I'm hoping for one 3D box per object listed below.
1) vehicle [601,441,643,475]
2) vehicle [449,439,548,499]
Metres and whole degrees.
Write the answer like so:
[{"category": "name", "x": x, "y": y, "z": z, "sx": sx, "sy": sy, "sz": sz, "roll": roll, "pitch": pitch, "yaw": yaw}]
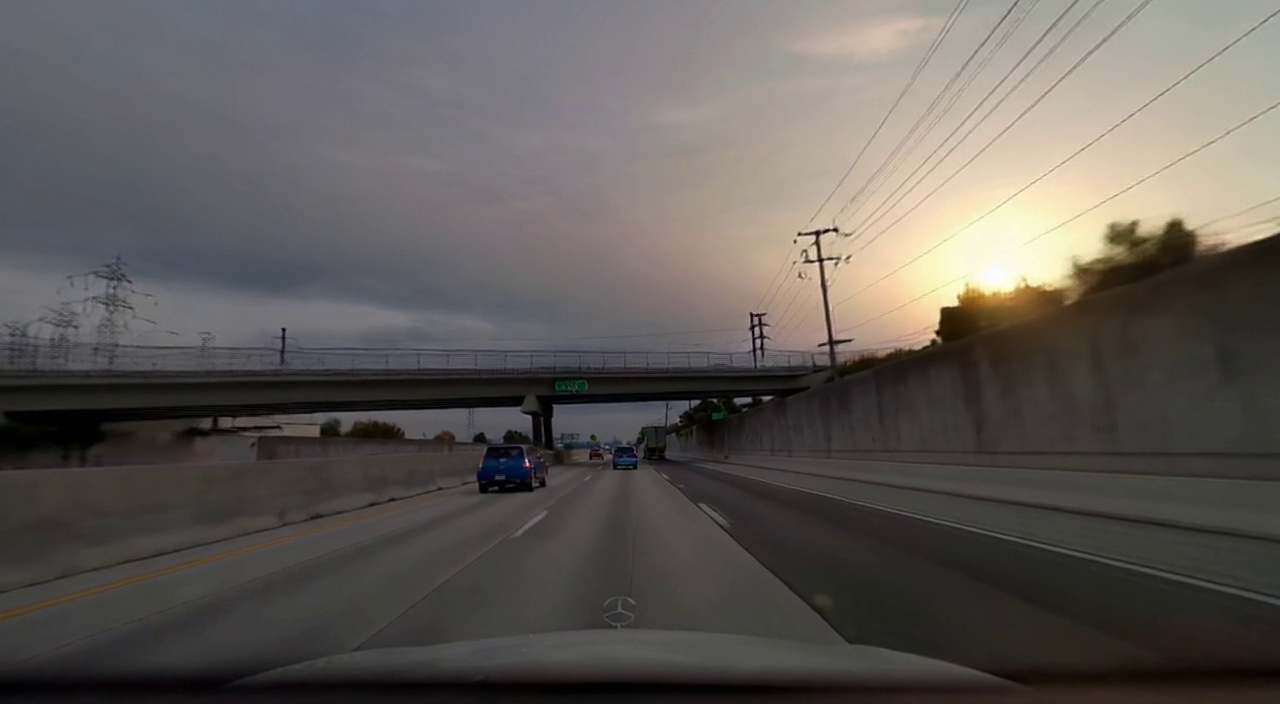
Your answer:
[{"category": "vehicle", "x": -0.892, "y": 5.453, "z": 32.387, "sx": 2.004, "sy": 1.615, "sz": 4.113, "roll": 0, "pitch": -9, "yaw": -1}, {"category": "vehicle", "x": -3.957, "y": 3.346, "z": 18.278, "sx": 1.987, "sy": 1.548, "sz": 3.981, "roll": 0, "pitch": -9, "yaw": -1}]
